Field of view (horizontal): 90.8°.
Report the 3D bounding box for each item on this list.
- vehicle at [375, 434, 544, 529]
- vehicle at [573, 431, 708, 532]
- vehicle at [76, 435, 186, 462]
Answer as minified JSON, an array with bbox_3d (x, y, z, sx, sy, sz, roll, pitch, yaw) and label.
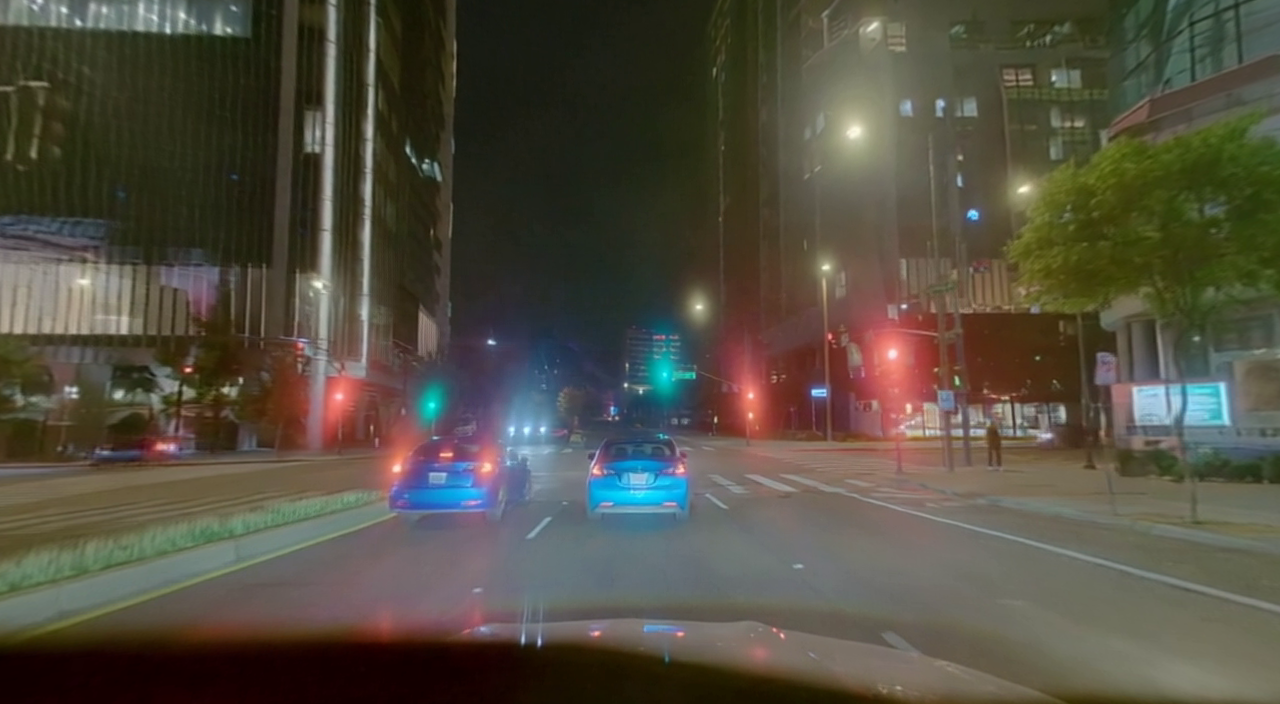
[{"bbox_3d":[-3.207,2.394,12.351,1.995,1.479,4.627,0,-8,-1],"label":"vehicle"},{"bbox_3d":[-0.047,2.220,11.397,2.016,1.478,3.795,0,-8,-2],"label":"vehicle"},{"bbox_3d":[-29.938,5.687,37.308,4.533,1.520,1.887,2,-9,-14],"label":"vehicle"}]
